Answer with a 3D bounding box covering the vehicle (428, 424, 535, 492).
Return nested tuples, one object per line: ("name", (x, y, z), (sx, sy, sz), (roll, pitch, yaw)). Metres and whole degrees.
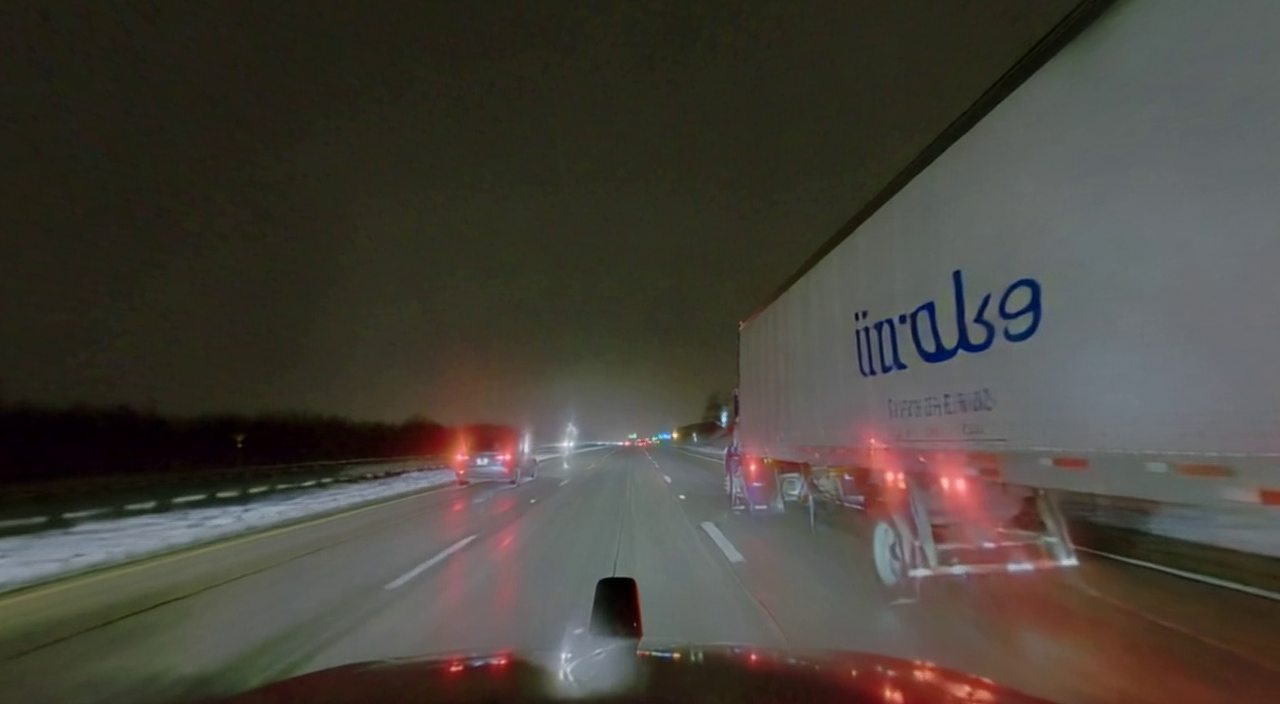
("vehicle", (-4.364, 2.984, 18.105), (2.063, 1.661, 4.439), (1, -8, -2))
